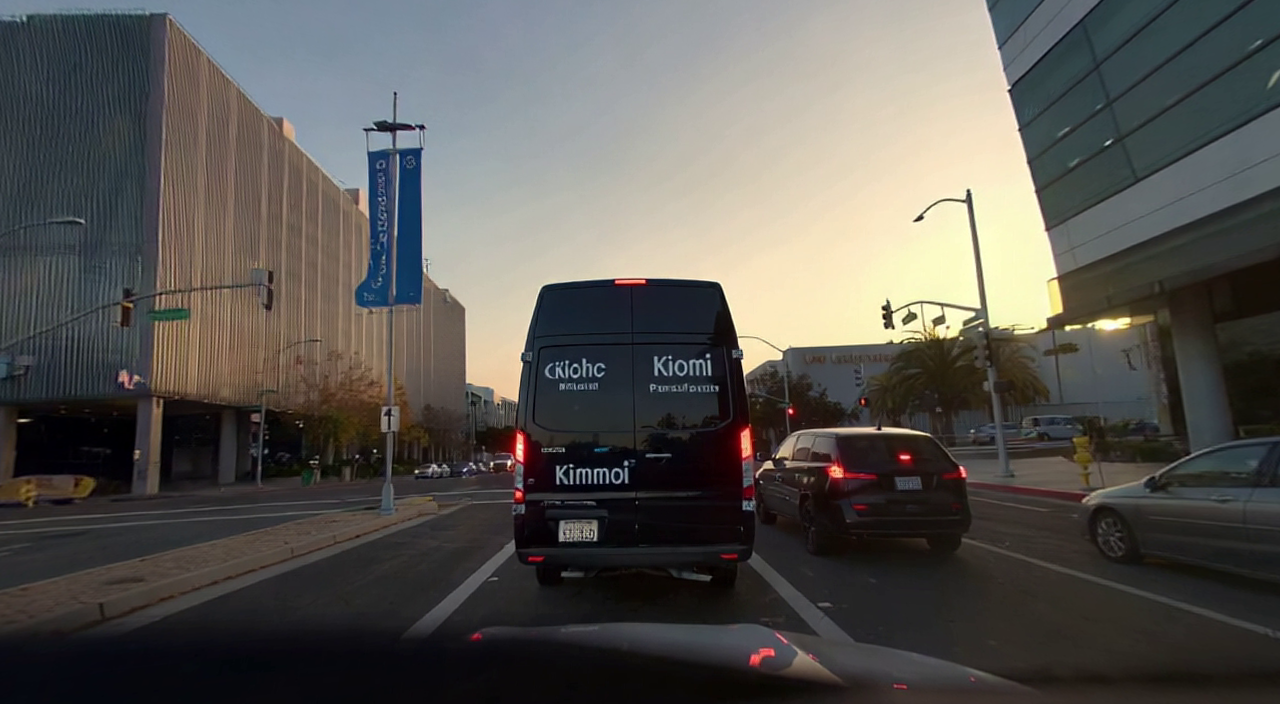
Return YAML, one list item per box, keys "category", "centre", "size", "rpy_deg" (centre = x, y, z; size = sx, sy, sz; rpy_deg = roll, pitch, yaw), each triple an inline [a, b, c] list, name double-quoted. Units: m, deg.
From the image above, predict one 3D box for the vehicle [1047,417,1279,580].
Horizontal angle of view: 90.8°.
- category: "vehicle"
  centre: [7.520, 1.585, 7.025]
  size: [1.963, 1.669, 4.678]
  rpy_deg: [3, -9, -20]

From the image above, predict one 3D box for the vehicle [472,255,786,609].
- category: "vehicle"
  centre: [-0.052, 1.174, 9.103]
  size: [2.613, 3.035, 7.342]
  rpy_deg: [0, -8, 1]

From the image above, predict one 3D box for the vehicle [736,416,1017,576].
- category: "vehicle"
  centre: [2.864, 1.865, 9.045]
  size: [2.183, 1.676, 4.506]
  rpy_deg: [0, -8, -1]

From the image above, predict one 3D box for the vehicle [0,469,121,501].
- category: "vehicle"
  centre: [-29.871, 6.747, 32.179]
  size: [4.888, 1.481, 1.873]
  rpy_deg: [1, -9, -10]
